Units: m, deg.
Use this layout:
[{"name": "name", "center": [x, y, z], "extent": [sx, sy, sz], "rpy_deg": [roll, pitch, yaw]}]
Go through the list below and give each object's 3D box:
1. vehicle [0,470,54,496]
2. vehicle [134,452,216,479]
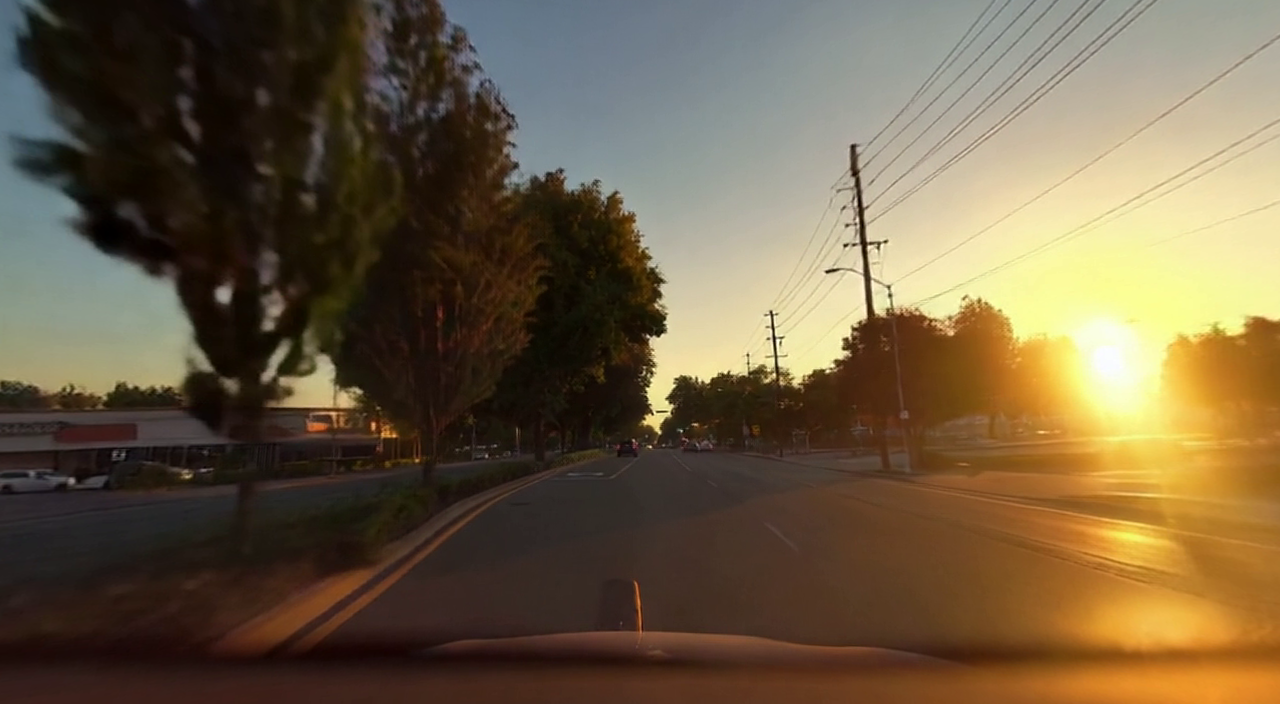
[{"name": "vehicle", "center": [-45.475, 9.453, 45.729], "extent": [1.818, 1.590, 4.291], "rpy_deg": [0, -8, 1]}, {"name": "vehicle", "center": [-33.144, 8.115, 45.108], "extent": [4.137, 1.733, 2.016], "rpy_deg": [2, -10, 0]}]
